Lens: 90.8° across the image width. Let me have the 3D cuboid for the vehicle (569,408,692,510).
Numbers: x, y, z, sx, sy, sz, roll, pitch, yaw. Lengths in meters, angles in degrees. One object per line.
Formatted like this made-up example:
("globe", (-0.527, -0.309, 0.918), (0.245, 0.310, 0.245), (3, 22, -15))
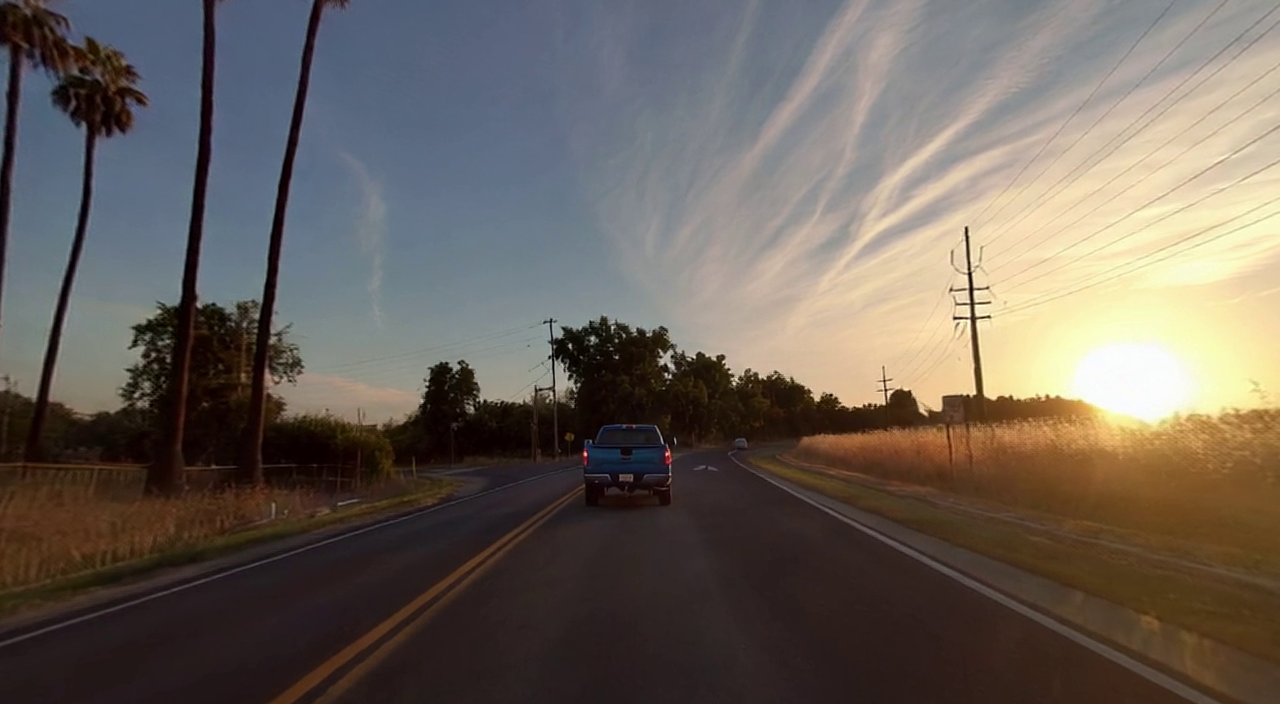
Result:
("vehicle", (-0.257, 2.784, 16.895), (2.693, 2.223, 5.885), (0, -8, -1))
